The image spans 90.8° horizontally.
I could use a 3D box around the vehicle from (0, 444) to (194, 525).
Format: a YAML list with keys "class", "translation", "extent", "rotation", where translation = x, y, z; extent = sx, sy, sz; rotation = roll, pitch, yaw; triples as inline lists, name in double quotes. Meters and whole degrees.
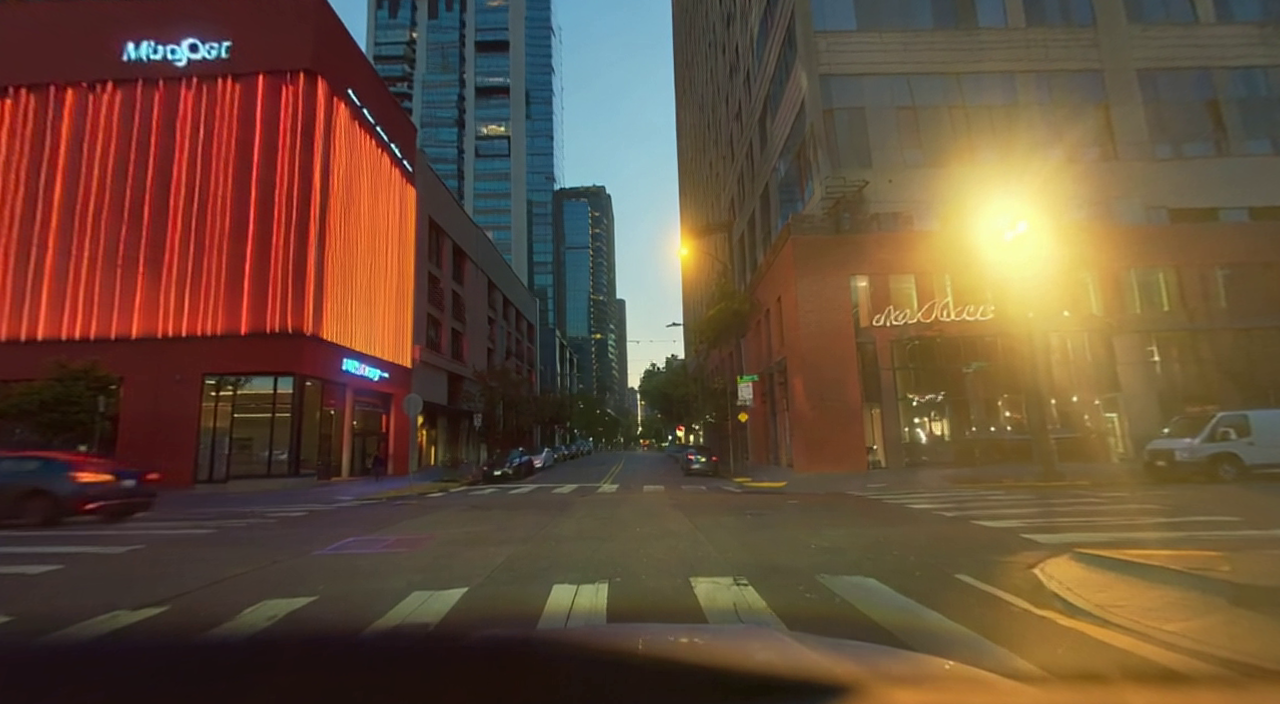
- class: "vehicle"
  translation: [-12.347, 2.624, 12.820]
  extent: [4.877, 1.482, 2.041]
  rotation: [1, -9, -6]

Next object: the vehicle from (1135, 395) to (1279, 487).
- class: "vehicle"
  translation: [18.663, 2.670, 19.027]
  extent: [5.384, 2.586, 2.358]
  rotation: [0, -9, 0]

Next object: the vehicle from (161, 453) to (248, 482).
- class: "vehicle"
  translation: [-24.384, 6.460, 35.469]
  extent: [3.618, 1.412, 1.587]
  rotation: [-1, -9, -7]

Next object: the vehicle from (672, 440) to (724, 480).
- class: "vehicle"
  translation: [2.580, 4.932, 29.125]
  extent: [1.917, 1.680, 4.500]
  rotation: [0, -9, 0]

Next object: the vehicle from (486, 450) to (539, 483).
- class: "vehicle"
  translation: [-6.024, 5.432, 30.248]
  extent: [1.864, 1.447, 3.887]
  rotation: [0, -9, -2]
